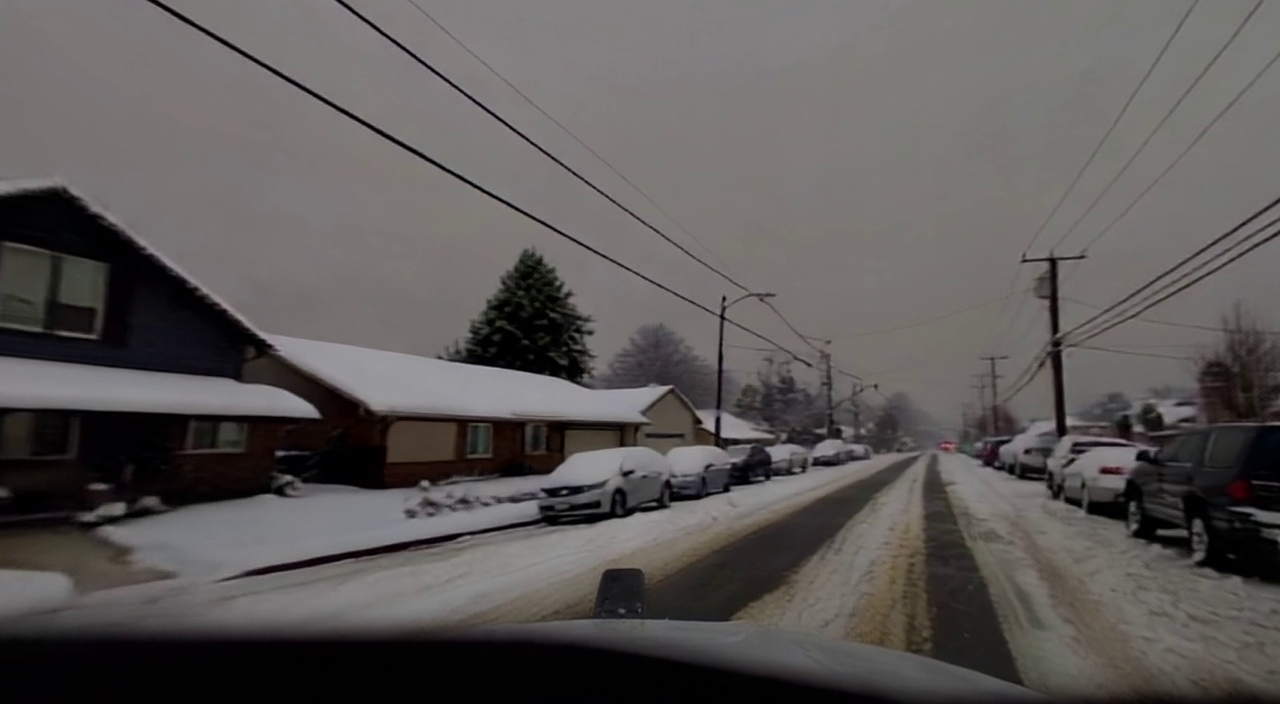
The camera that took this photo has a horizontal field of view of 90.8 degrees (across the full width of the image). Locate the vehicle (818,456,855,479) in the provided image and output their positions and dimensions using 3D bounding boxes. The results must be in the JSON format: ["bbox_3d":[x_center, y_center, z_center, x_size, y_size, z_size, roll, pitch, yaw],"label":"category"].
[{"bbox_3d":[13.781,8.027,44.122,1.958,1.359,4.357,-4,-9,23],"label":"vehicle"}]

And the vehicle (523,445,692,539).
[{"bbox_3d":[-0.511,2.947,14.102,1.909,1.675,4.442,-4,-9,24],"label":"vehicle"}]

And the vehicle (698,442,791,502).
[{"bbox_3d":[3.912,4.245,23.014,2.034,1.923,4.713,-4,-9,26],"label":"vehicle"}]

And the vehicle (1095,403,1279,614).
[{"bbox_3d":[7.250,1.766,7.374,2.055,1.763,5.134,2,-9,23],"label":"vehicle"}]
